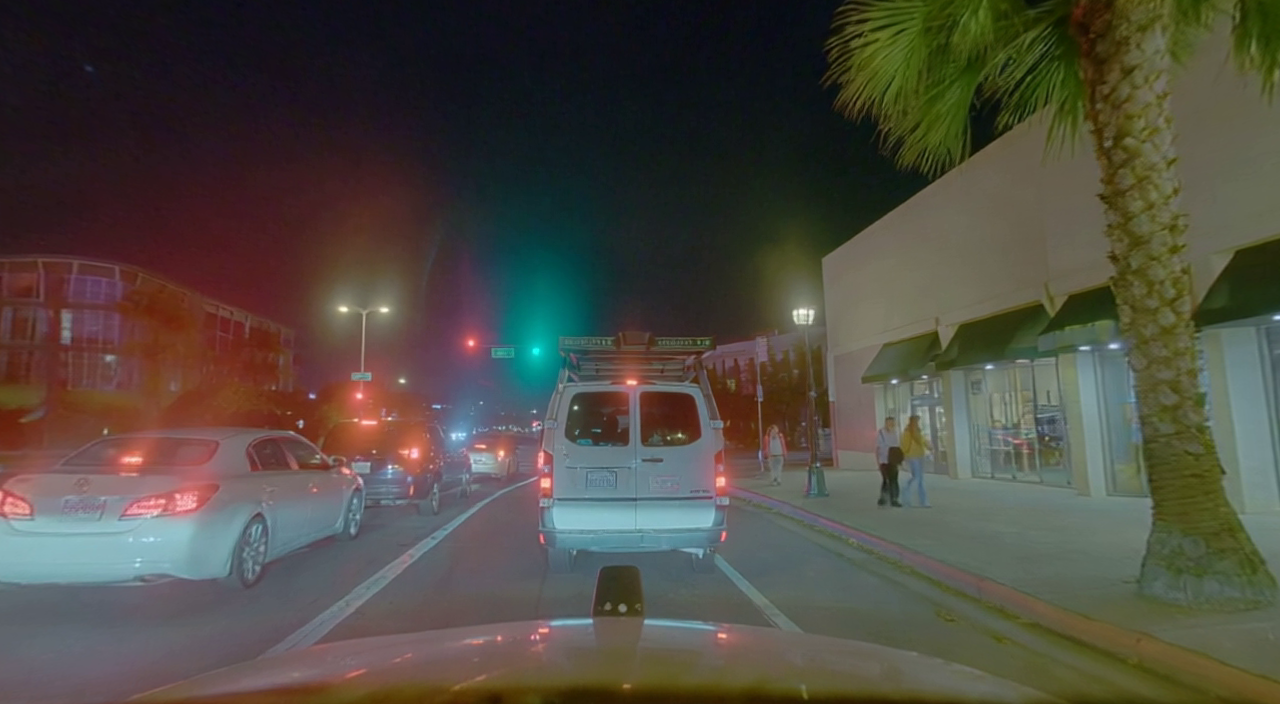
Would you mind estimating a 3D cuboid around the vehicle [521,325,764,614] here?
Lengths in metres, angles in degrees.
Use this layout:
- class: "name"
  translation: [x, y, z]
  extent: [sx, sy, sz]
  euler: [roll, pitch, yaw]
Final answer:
- class: "vehicle"
  translation: [-0.197, 1.222, 7.175]
  extent: [1.902, 2.238, 4.263]
  euler: [1, -9, -6]

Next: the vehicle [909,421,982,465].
- class: "vehicle"
  translation: [12.652, 3.764, 26.053]
  extent: [2.046, 1.675, 3.924]
  euler: [-6, -10, 33]

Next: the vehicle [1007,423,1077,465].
- class: "vehicle"
  translation: [15.790, 3.621, 24.728]
  extent: [2.048, 1.475, 3.972]
  euler: [-6, -10, 34]

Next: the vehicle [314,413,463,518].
- class: "vehicle"
  translation: [-5.208, 2.412, 13.899]
  extent: [2.089, 1.854, 5.022]
  euler: [2, -9, -11]

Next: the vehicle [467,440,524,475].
- class: "vehicle"
  translation: [-6.833, 4.892, 29.576]
  extent: [1.818, 1.479, 4.428]
  euler: [4, -9, -22]

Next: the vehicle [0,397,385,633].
- class: "vehicle"
  translation: [-4.397, 1.469, 6.669]
  extent: [1.986, 1.643, 4.315]
  euler: [1, -9, -6]
